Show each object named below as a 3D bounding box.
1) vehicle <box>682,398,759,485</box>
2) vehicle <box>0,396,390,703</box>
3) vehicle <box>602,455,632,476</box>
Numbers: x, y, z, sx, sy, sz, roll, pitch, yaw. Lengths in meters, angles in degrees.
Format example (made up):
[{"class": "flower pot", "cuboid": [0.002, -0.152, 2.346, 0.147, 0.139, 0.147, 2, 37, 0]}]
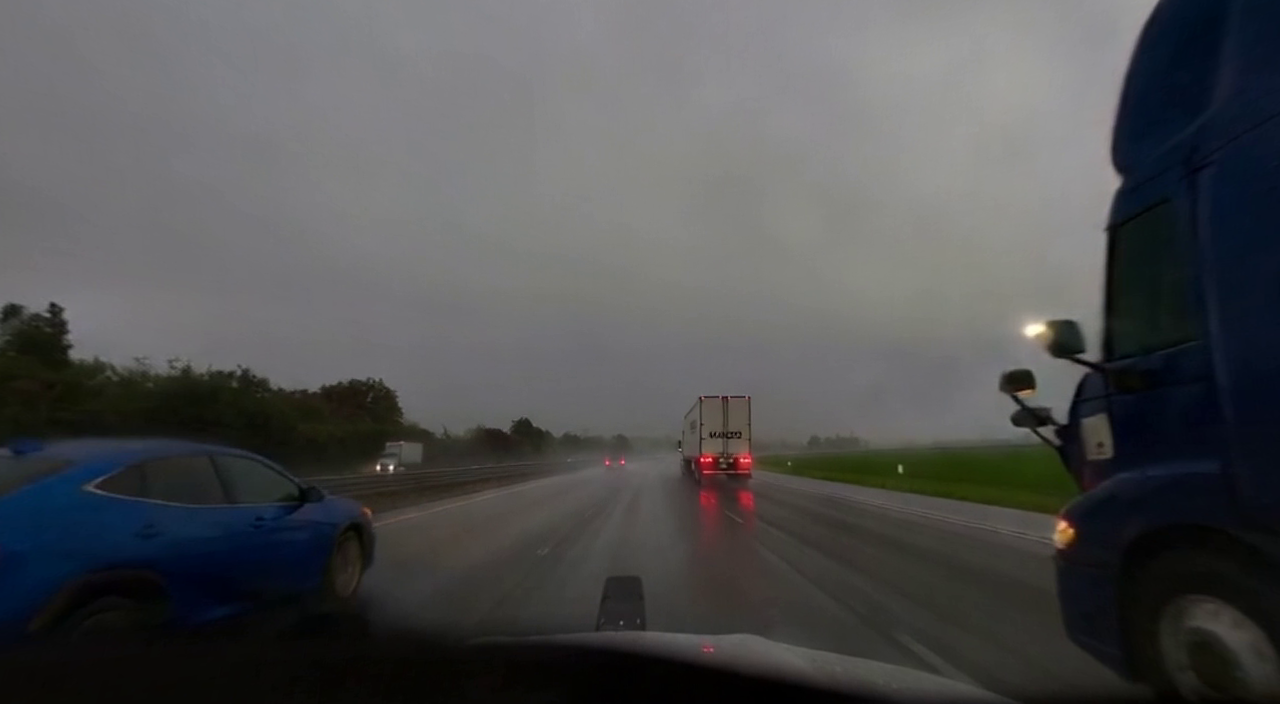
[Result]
[{"class": "vehicle", "cuboid": [4.212, 5.315, 36.410, 2.832, 4.034, 13.924, 0, -9, 1]}, {"class": "vehicle", "cuboid": [-3.429, 1.177, 3.872, 1.945, 1.537, 4.294, 0, -9, 1]}, {"class": "vehicle", "cuboid": [-1.665, 8.373, 46.830, 1.935, 1.470, 4.063, 0, -9, 1]}]
